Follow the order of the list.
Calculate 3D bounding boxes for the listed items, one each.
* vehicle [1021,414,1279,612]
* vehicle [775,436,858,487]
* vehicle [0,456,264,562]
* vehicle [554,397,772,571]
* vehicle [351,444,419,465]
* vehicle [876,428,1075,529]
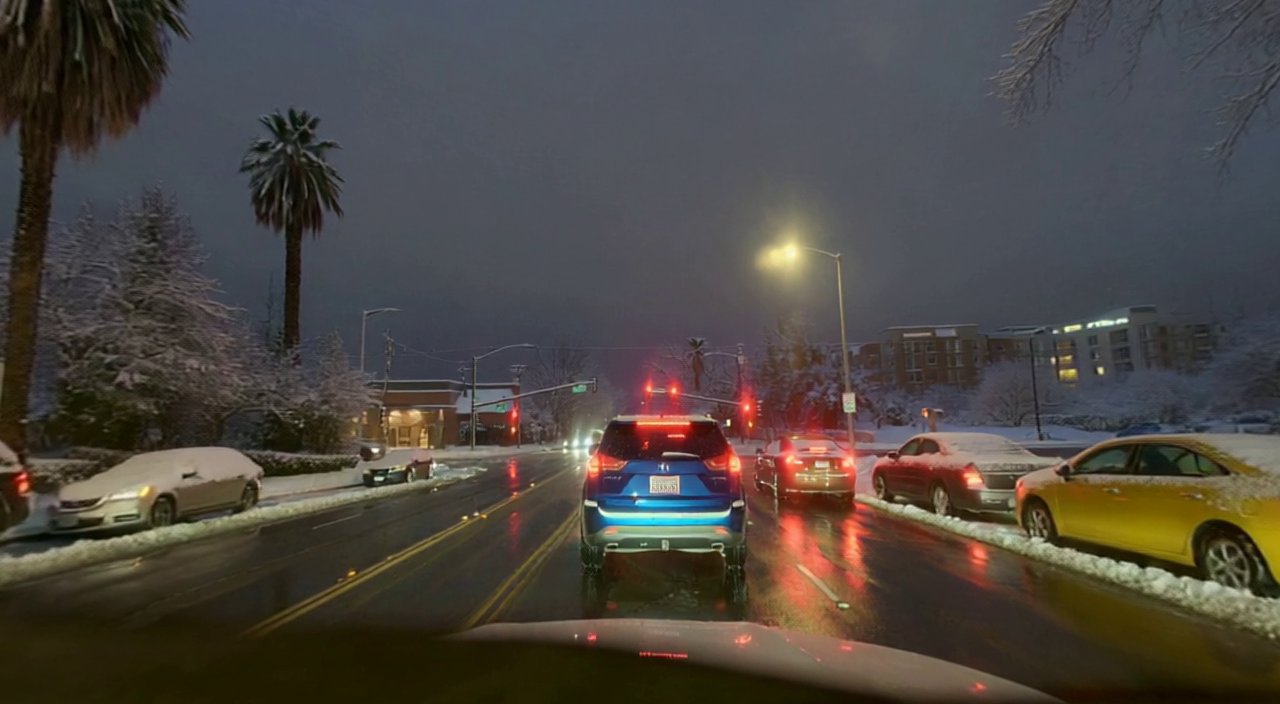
[{"bbox_3d":[6.441,1.599,6.927,1.935,1.672,4.139,0,-8,1],"label":"vehicle"},{"bbox_3d":[6.506,4.070,23.758,1.948,1.729,4.023,0,-8,0],"label":"vehicle"},{"bbox_3d":[-9.583,2.807,11.978,2.054,1.467,4.595,-3,-9,1],"label":"vehicle"},{"bbox_3d":[0.265,1.691,8.792,2.264,1.798,4.258,0,-8,1],"label":"vehicle"},{"bbox_3d":[-18.763,7.573,46.658,1.759,1.457,4.297,-7,-11,38],"label":"vehicle"},{"bbox_3d":[6.669,2.525,13.245,1.930,1.736,4.329,-1,-8,3],"label":"vehicle"}]
